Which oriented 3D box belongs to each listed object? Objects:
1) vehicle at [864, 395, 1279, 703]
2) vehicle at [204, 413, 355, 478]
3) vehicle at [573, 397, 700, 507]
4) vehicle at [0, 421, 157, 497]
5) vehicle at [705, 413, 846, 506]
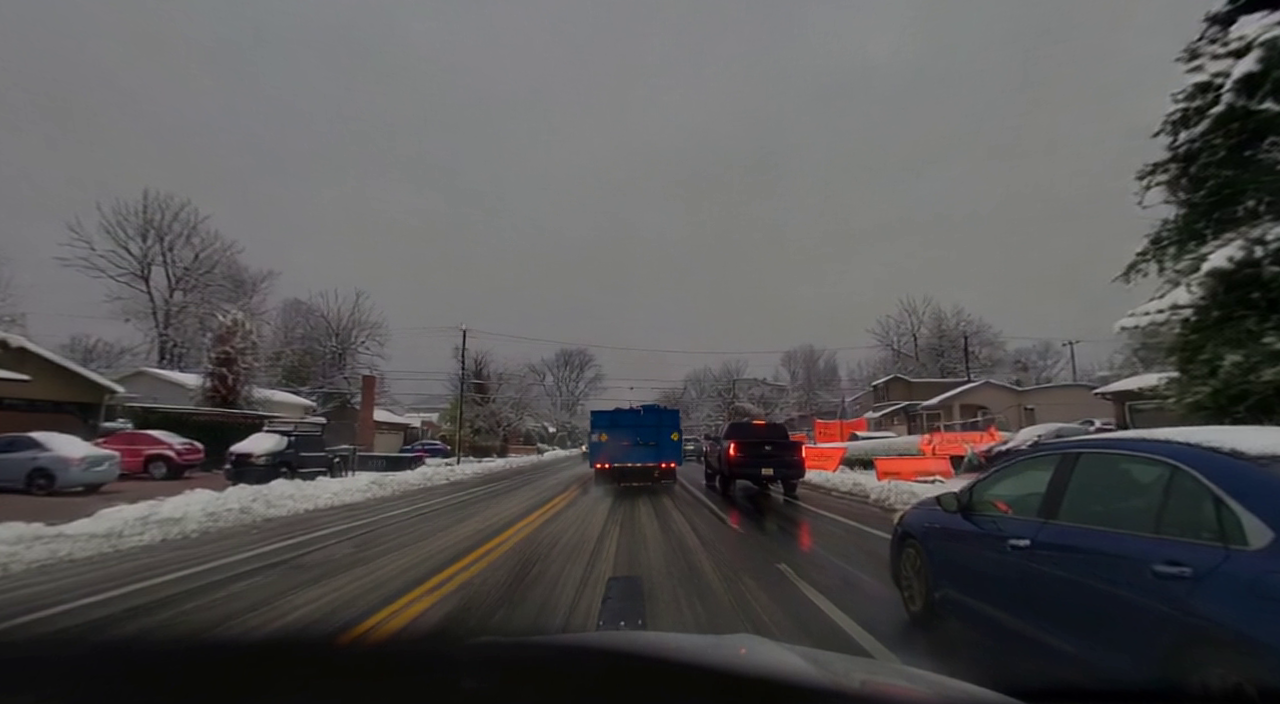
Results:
[{"bbox_3d":[3.039,1.102,3.401,2.010,1.499,4.481,0,-8,0],"label":"vehicle"},{"bbox_3d":[-13.388,3.546,23.917,2.475,2.157,5.567,0,-8,-1],"label":"vehicle"},{"bbox_3d":[-0.027,2.668,17.028,2.751,2.361,6.347,1,-9,1],"label":"vehicle"},{"bbox_3d":[-14.969,2.756,16.491,2.010,1.721,4.499,2,-9,-16],"label":"vehicle"},{"bbox_3d":[3.224,2.758,16.471,2.486,1.993,5.667,0,-8,0],"label":"vehicle"}]
